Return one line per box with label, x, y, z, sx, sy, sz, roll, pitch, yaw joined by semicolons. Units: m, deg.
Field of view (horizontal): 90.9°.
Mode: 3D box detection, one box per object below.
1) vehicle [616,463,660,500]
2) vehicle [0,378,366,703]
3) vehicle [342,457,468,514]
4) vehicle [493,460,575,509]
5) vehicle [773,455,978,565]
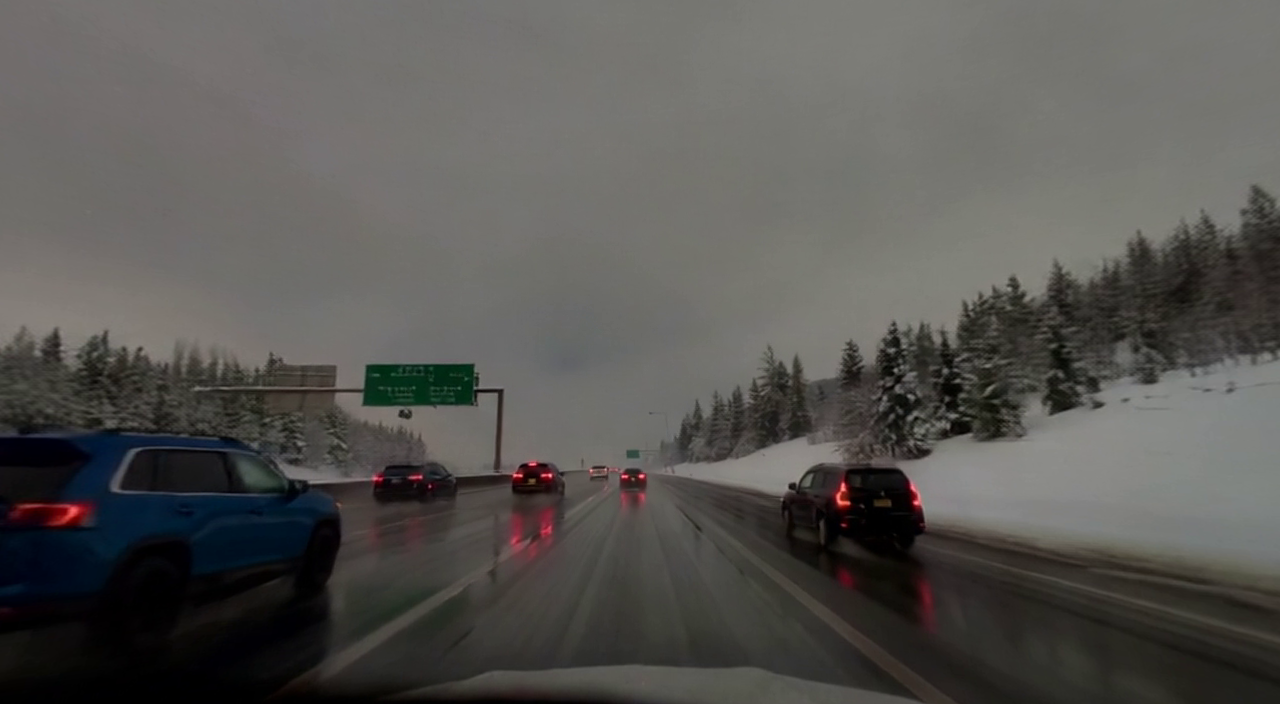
vehicle;-0.111;6.229;30.520;1.992;1.601;3.762;1;-11;0
vehicle;-4.103;1.307;4.765;2.069;1.699;4.452;1;-11;-1
vehicle;-7.242;4.199;20.051;2.142;1.545;4.708;1;-11;1
vehicle;-3.705;4.765;22.914;2.102;1.521;4.687;1;-11;1
vehicle;3.859;2.677;11.225;1.992;1.557;4.017;1;-11;-1
